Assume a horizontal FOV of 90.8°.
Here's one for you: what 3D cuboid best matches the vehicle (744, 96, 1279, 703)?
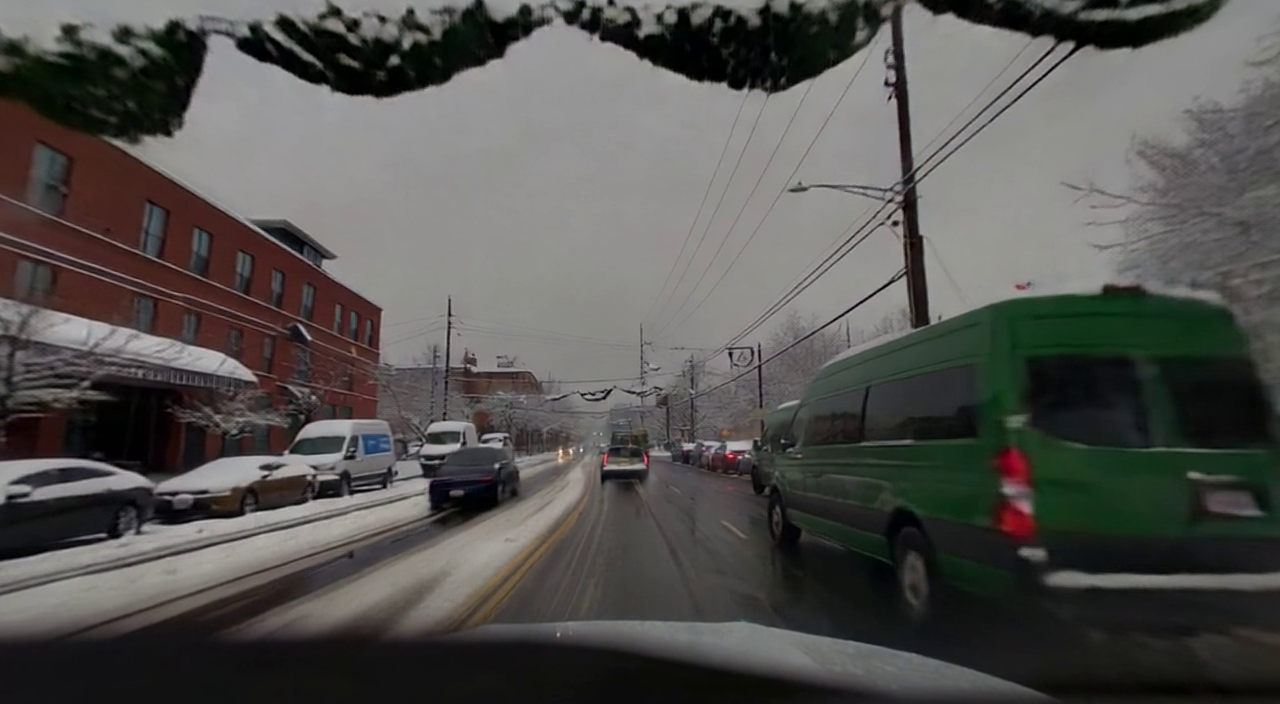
[{"bbox_3d":[2.929,0.807,6.111,2.419,2.927,6.907,0,-9,-2],"label":"vehicle"}]

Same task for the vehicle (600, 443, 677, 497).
[{"bbox_3d":[-0.081,3.561,19.474,2.112,1.464,4.411,0,-9,-1],"label":"vehicle"}]

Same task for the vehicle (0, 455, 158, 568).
[{"bbox_3d":[-9.795,2.310,9.322,1.848,1.517,4.452,0,-9,-1],"label":"vehicle"}]

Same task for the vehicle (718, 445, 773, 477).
[{"bbox_3d":[5.292,5.540,32.234,1.943,1.507,3.816,0,-9,-3],"label":"vehicle"}]

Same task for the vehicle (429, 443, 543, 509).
[{"bbox_3d":[-3.815,3.137,16.499,1.974,1.484,4.400,0,-9,-2],"label":"vehicle"}]

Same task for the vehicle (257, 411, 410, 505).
[{"bbox_3d":[-10.056,3.529,21.480,2.398,2.723,5.816,0,-9,-2],"label":"vehicle"}]

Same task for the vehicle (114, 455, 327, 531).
[{"bbox_3d":[-9.763,3.275,15.330,2.063,1.481,4.722,0,-9,-2],"label":"vehicle"}]
